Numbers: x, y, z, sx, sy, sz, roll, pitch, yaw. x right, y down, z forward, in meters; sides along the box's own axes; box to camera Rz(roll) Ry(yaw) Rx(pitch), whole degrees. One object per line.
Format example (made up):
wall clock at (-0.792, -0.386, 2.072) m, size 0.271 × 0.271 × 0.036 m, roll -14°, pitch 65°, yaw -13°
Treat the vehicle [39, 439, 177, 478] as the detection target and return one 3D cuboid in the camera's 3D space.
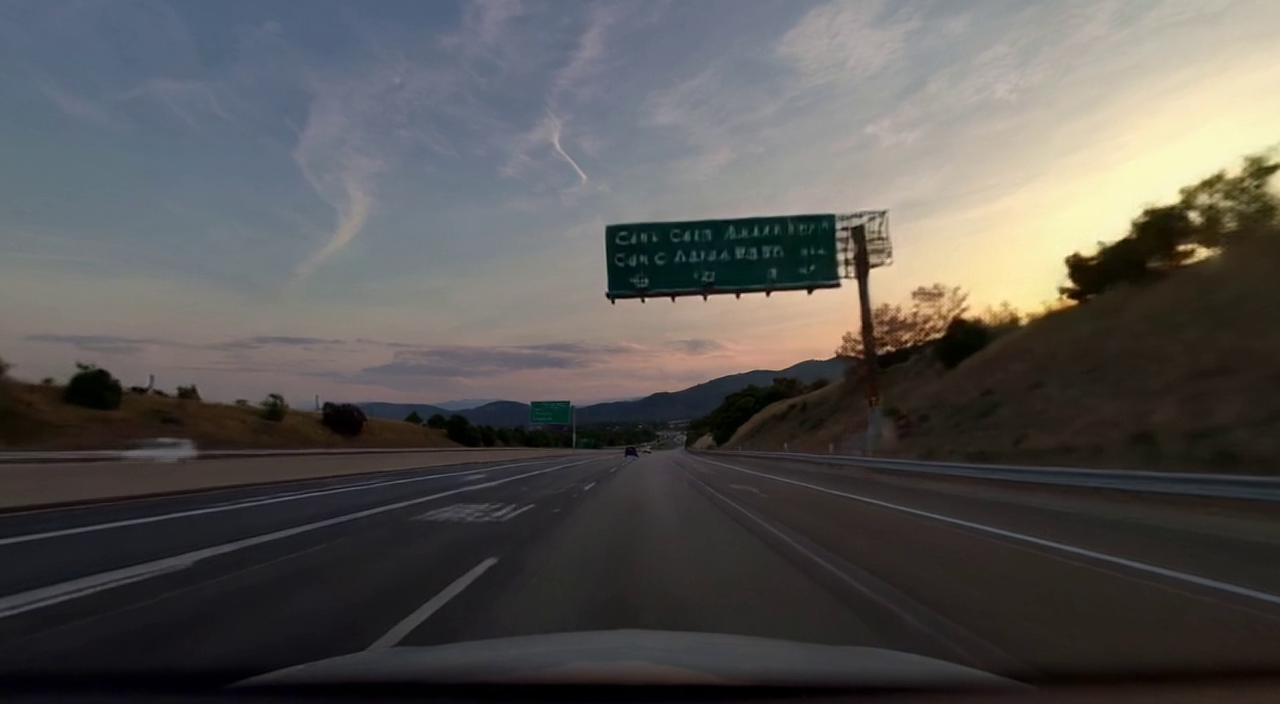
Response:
vehicle at (-24.354, 4.871, 29.222) m, size 2.041 × 1.643 × 4.897 m, roll 0°, pitch -8°, yaw 1°
